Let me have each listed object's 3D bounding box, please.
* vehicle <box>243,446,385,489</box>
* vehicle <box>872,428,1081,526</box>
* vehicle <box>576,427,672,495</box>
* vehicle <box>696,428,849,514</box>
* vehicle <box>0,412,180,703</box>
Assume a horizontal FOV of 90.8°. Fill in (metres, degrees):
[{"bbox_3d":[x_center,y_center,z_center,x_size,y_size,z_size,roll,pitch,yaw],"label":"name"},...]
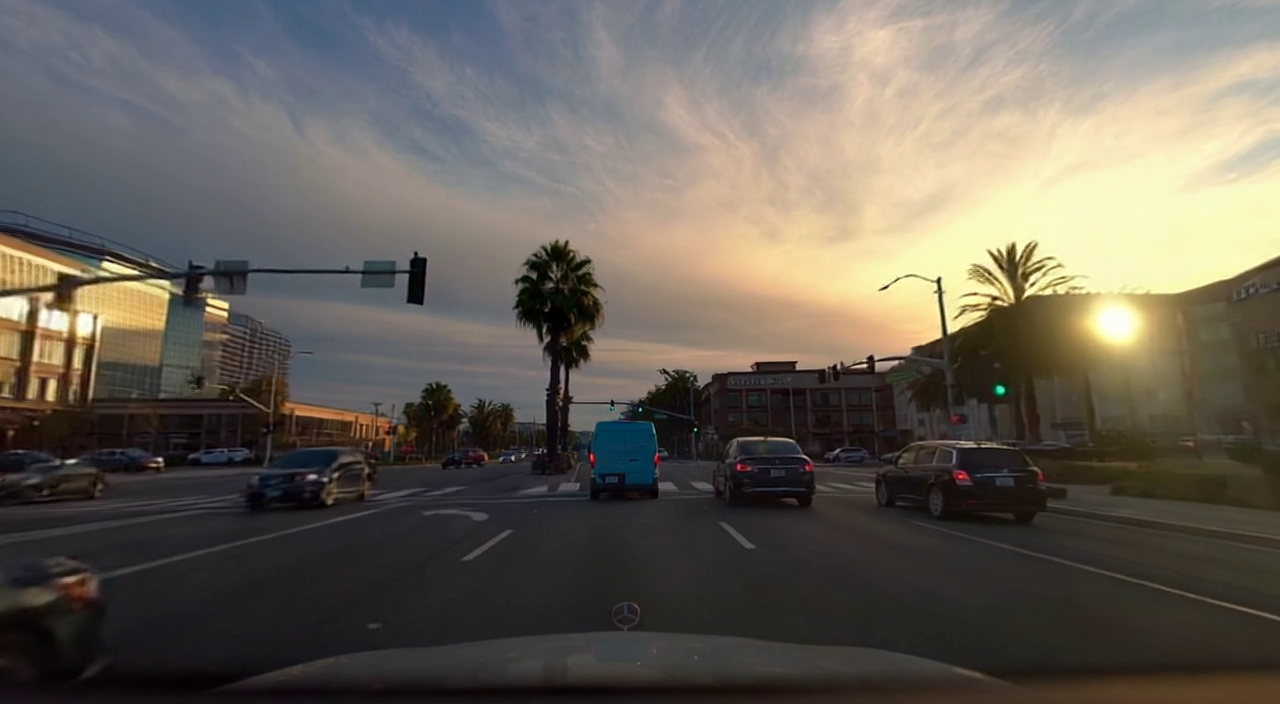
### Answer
[{"bbox_3d":[-13.245,4.712,25.866,4.681,1.653,2.109,-1,-9,5],"label":"vehicle"},{"bbox_3d":[7.088,2.654,14.010,2.023,1.771,4.488,0,-9,-2],"label":"vehicle"},{"bbox_3d":[-0.606,3.685,21.703,2.848,1.991,5.706,0,-9,-2],"label":"vehicle"},{"bbox_3d":[2.933,2.806,15.414,2.462,1.736,4.899,0,-9,-3],"label":"vehicle"},{"bbox_3d":[-3.430,0.735,0.936,1.997,1.430,4.655,0,-9,0],"label":"vehicle"}]
